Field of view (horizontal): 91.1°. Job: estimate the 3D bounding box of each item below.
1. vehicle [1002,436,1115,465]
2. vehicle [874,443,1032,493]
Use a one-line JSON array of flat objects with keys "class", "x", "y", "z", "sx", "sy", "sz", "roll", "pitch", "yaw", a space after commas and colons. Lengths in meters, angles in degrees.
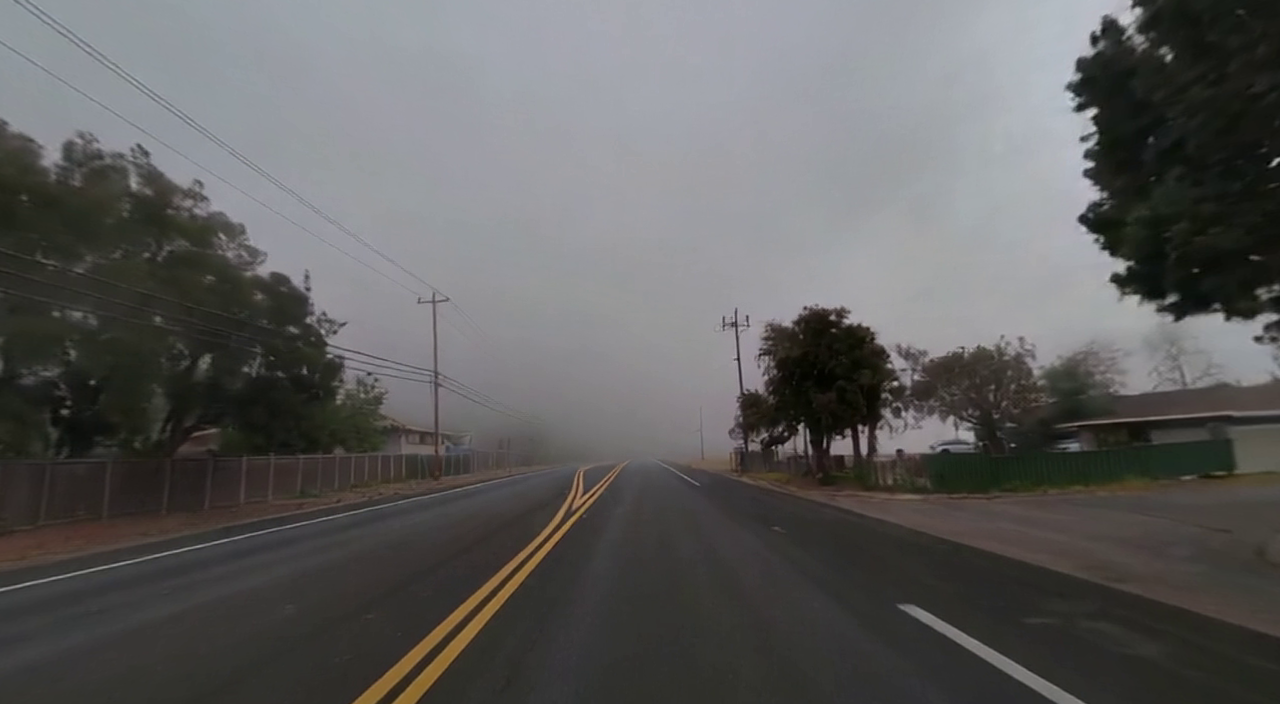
[{"class": "vehicle", "x": 22.087, "y": 5.210, "z": 33.297, "sx": 4.490, "sy": 1.470, "sz": 1.979, "roll": -1, "pitch": -9, "yaw": 3}, {"class": "vehicle", "x": 10.403, "y": 3.877, "z": 21.296, "sx": 4.540, "sy": 1.505, "sz": 2.021, "roll": -3, "pitch": -9, "yaw": 21}]
